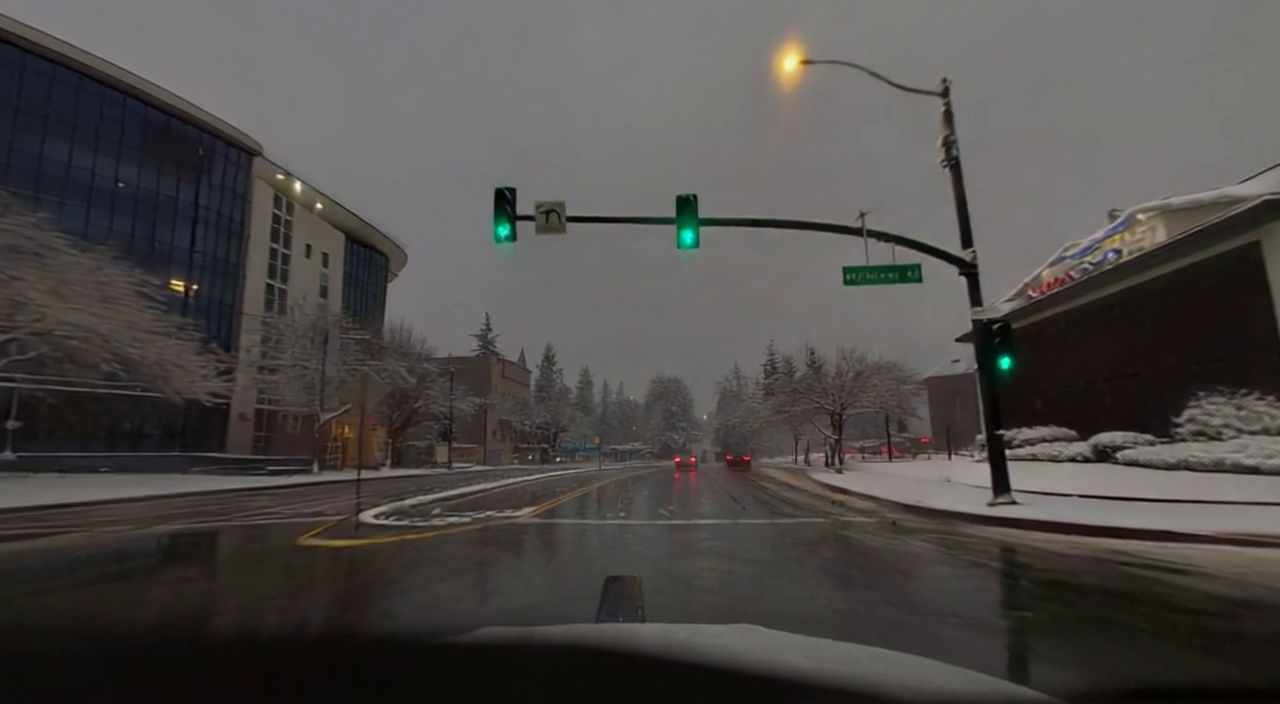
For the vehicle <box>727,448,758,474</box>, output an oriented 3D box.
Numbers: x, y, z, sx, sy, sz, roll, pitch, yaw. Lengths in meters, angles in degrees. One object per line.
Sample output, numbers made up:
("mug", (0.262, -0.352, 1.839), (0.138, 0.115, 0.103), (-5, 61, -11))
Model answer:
("vehicle", (7.616, 8.120, 47.172), (2.174, 1.749, 4.739), (-1, -9, 8))
